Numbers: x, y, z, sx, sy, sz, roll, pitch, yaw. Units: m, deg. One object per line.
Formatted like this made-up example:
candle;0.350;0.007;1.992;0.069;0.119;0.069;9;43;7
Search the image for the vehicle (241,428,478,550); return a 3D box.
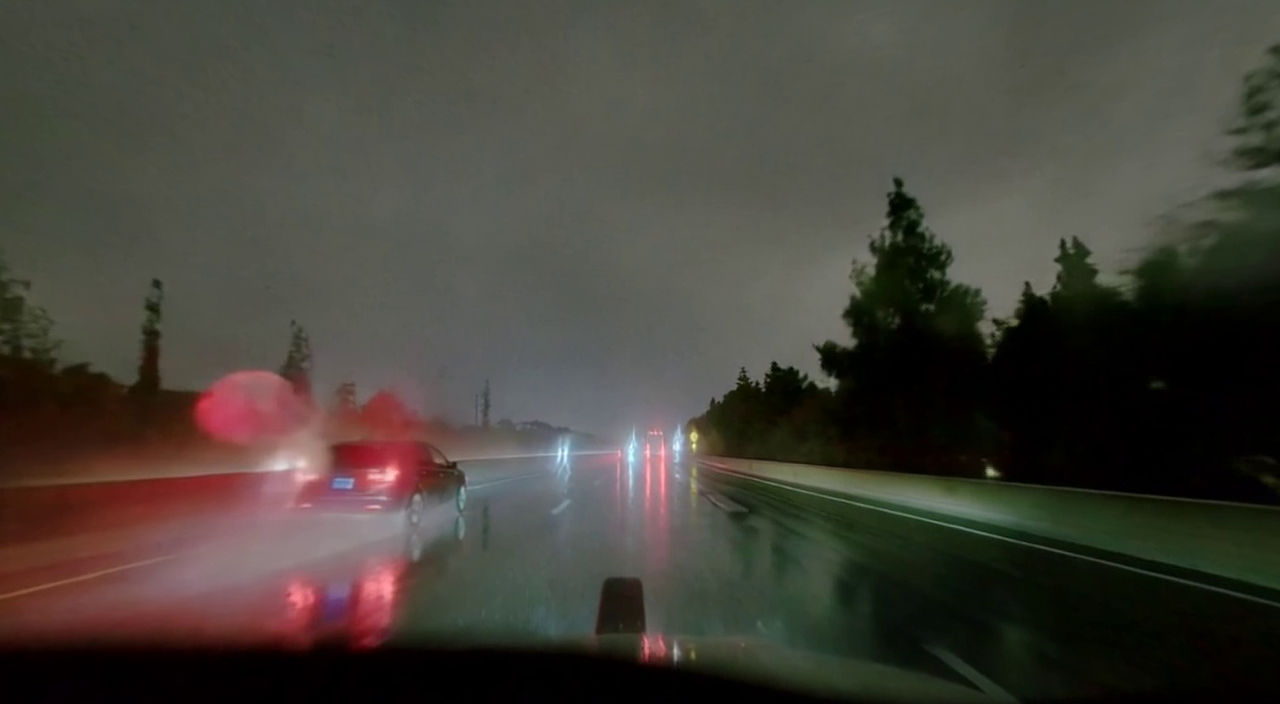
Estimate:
vehicle;-4.221;2.121;10.385;2.035;1.595;4.022;0;-9;0
